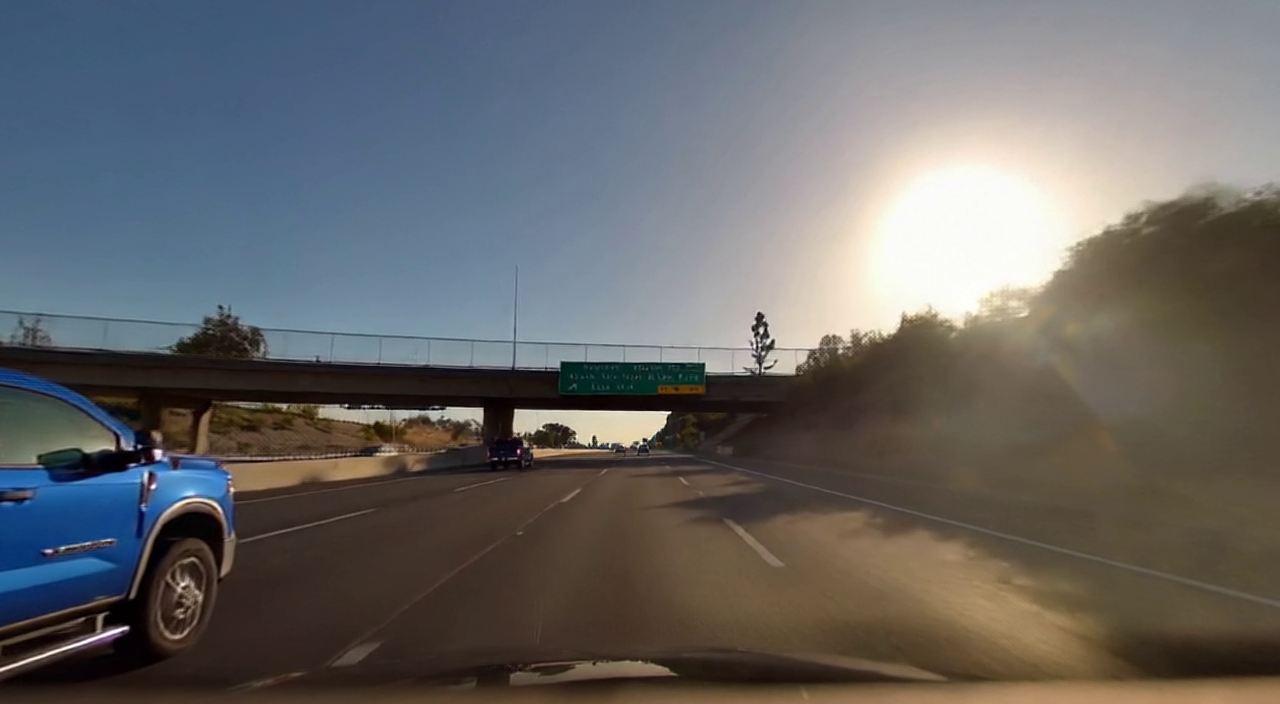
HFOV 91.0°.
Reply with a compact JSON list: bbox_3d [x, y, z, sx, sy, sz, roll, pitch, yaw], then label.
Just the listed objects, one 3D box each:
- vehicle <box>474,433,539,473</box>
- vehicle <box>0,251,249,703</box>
[{"bbox_3d":[-7.003,5.357,33.636,2.260,1.917,5.499,0,-9,0],"label":"vehicle"},{"bbox_3d":[-3.663,0.375,0.790,2.339,2.004,6.171,0,-9,0],"label":"vehicle"}]
